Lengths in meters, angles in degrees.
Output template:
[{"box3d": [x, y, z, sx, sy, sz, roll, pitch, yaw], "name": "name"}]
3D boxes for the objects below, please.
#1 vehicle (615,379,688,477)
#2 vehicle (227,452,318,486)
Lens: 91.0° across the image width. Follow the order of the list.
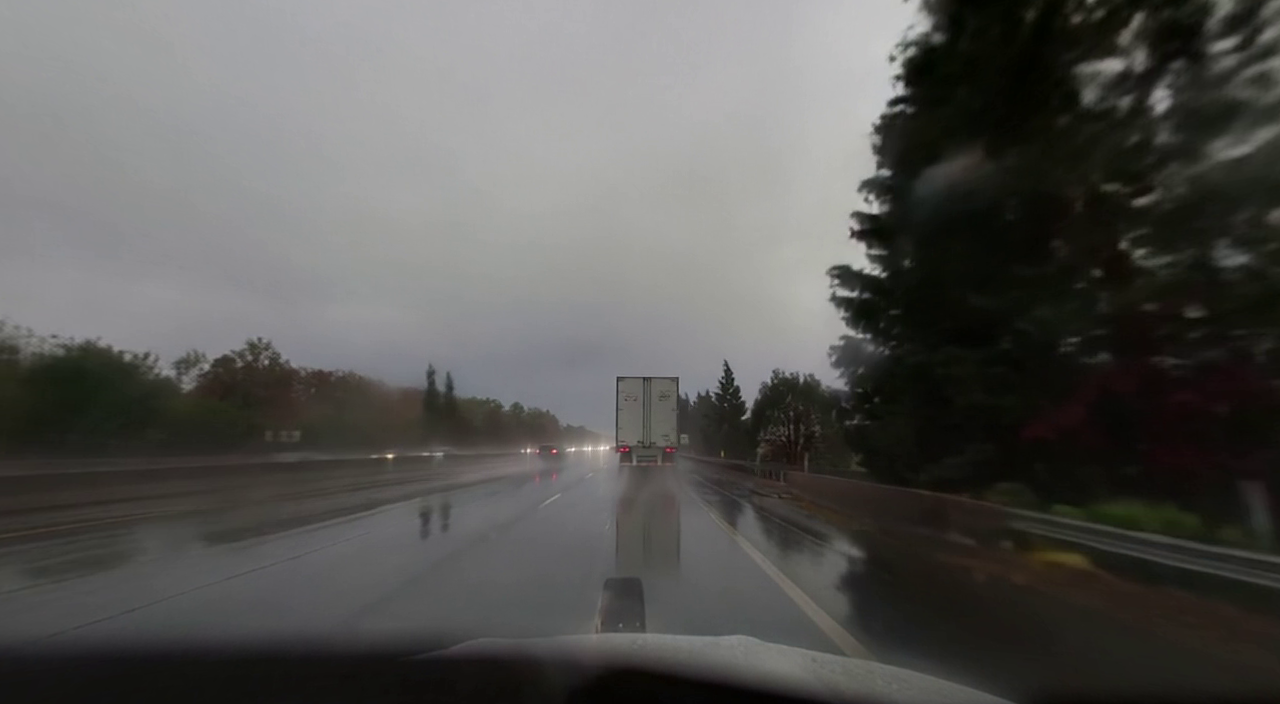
[{"box3d": [0.380, 4.032, 32.264, 3.052, 4.132, 11.336, 0, -9, -1], "name": "vehicle"}, {"box3d": [-18.061, 5.726, 31.174, 1.805, 1.520, 4.389, 0, -9, 1], "name": "vehicle"}]
